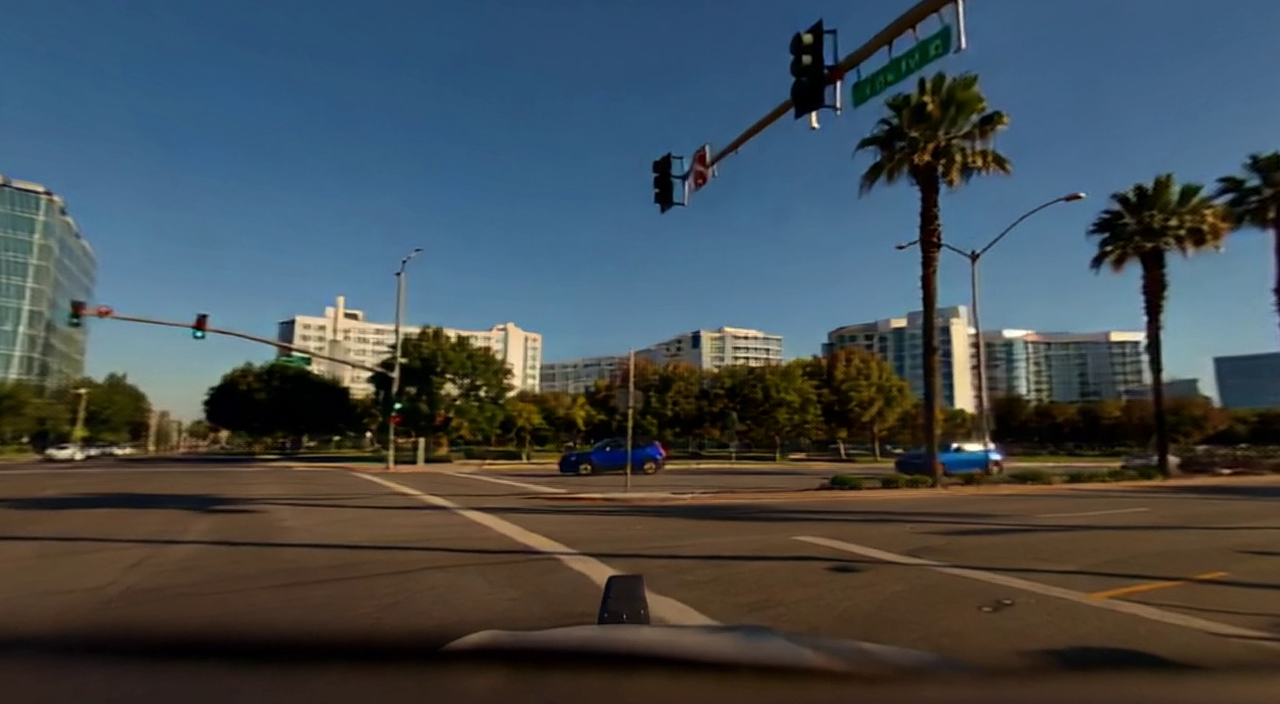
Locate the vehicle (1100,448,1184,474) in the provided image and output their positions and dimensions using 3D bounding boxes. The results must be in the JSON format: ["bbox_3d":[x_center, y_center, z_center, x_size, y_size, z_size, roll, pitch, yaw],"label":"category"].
[{"bbox_3d":[31.194,6.750,39.030,4.763,1.490,1.915,3,-9,-23],"label":"vehicle"}]

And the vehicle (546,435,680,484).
[{"bbox_3d":[-1.036,4.150,24.530,4.820,1.751,2.050,4,-9,-25],"label":"vehicle"}]

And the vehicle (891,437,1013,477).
[{"bbox_3d":[16.120,5.385,32.441,5.841,1.890,2.273,4,-9,-23],"label":"vehicle"}]
